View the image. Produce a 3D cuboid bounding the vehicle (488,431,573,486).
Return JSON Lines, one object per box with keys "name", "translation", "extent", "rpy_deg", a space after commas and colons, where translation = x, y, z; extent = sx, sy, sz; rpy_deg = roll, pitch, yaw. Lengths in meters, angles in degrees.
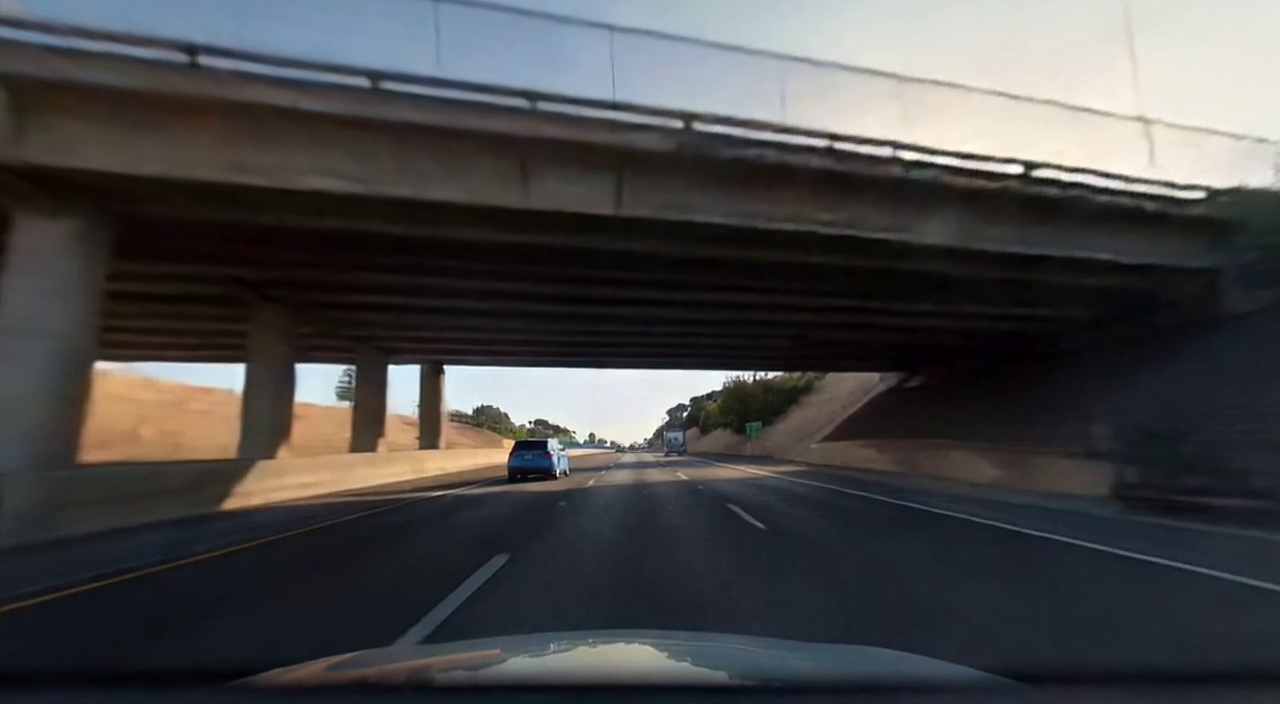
{"name": "vehicle", "translation": [-3.838, 3.878, 23.235], "extent": [2.205, 1.773, 5.124], "rpy_deg": [0, -9, 0]}
